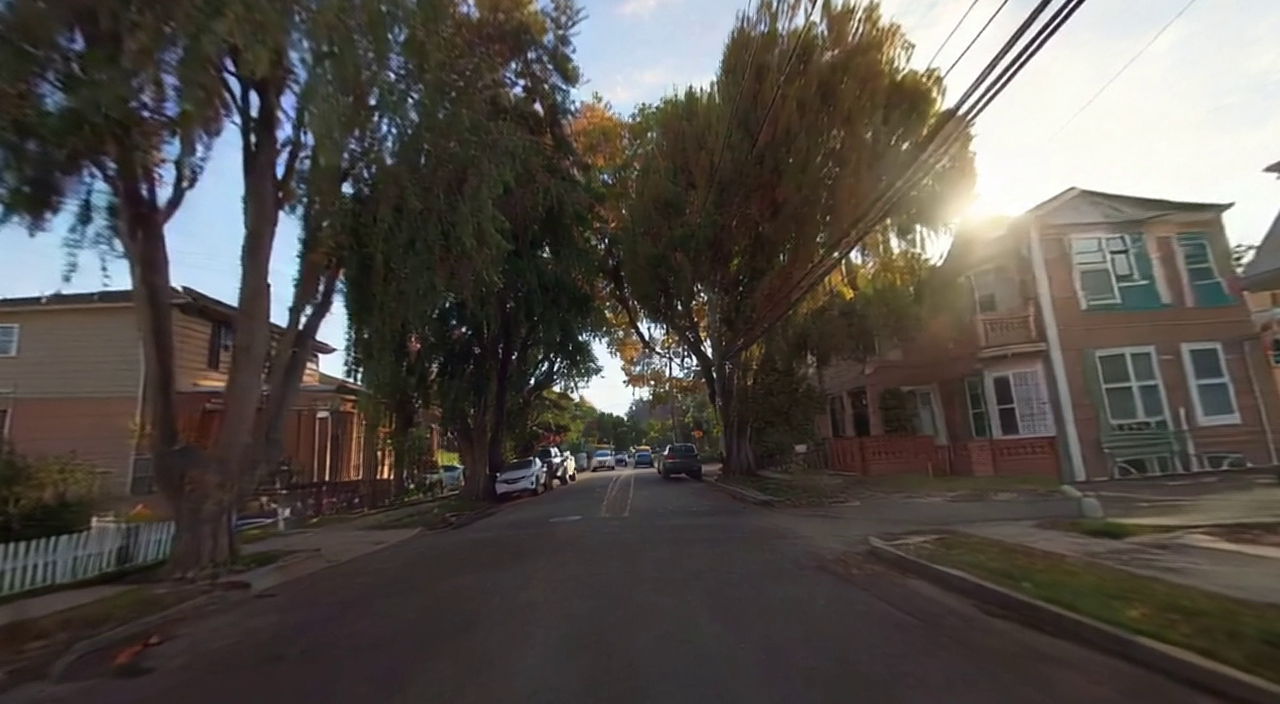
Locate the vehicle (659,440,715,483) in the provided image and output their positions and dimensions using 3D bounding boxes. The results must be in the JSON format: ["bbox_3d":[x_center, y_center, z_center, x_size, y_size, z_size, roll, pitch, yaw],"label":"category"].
[{"bbox_3d":[2.181,5.283,30.847,2.129,1.873,4.471,-1,-8,-3],"label":"vehicle"}]

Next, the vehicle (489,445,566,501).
[{"bbox_3d":[-4.070,4.406,23.573,2.082,1.759,4.541,-2,-8,-1],"label":"vehicle"}]
